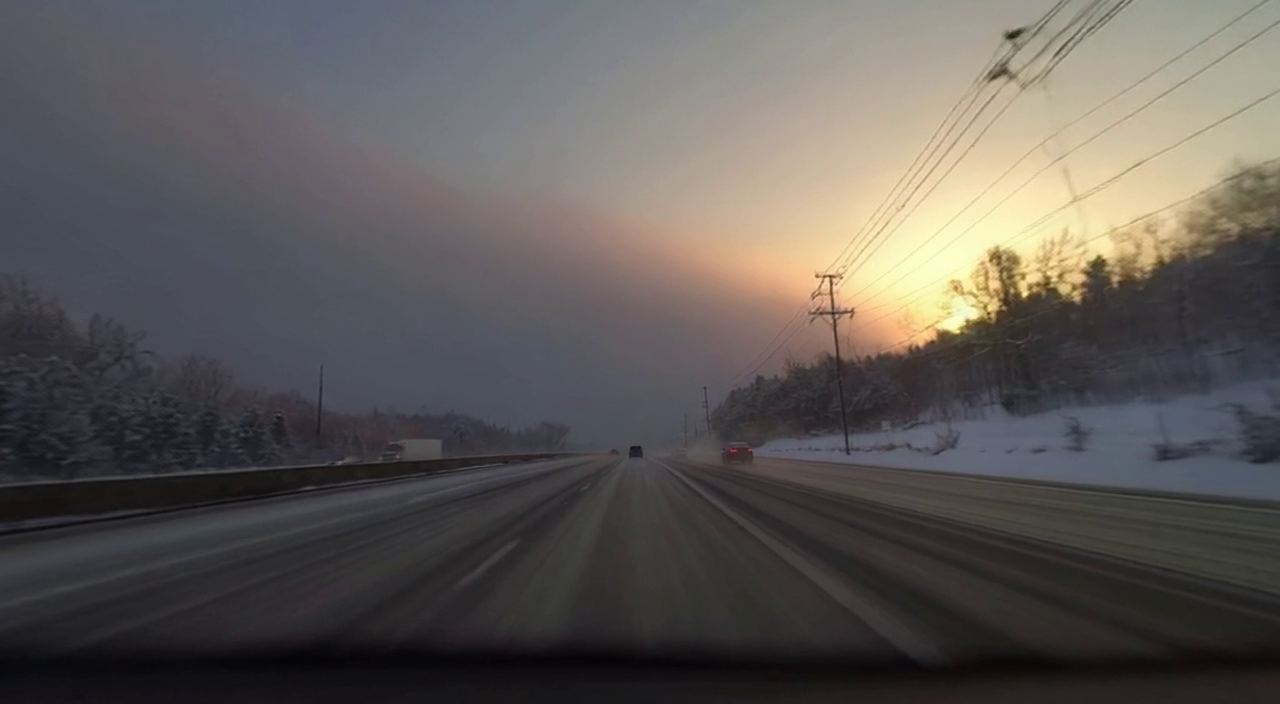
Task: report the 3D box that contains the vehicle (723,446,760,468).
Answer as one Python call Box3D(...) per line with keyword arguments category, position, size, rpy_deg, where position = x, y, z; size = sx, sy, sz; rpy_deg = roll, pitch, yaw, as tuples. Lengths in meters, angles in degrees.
Box3D(category="vehicle", position=(7.113, 7.402, 44.721), size=(1.817, 1.440, 4.075), rpy_deg=(0, -9, -1))
